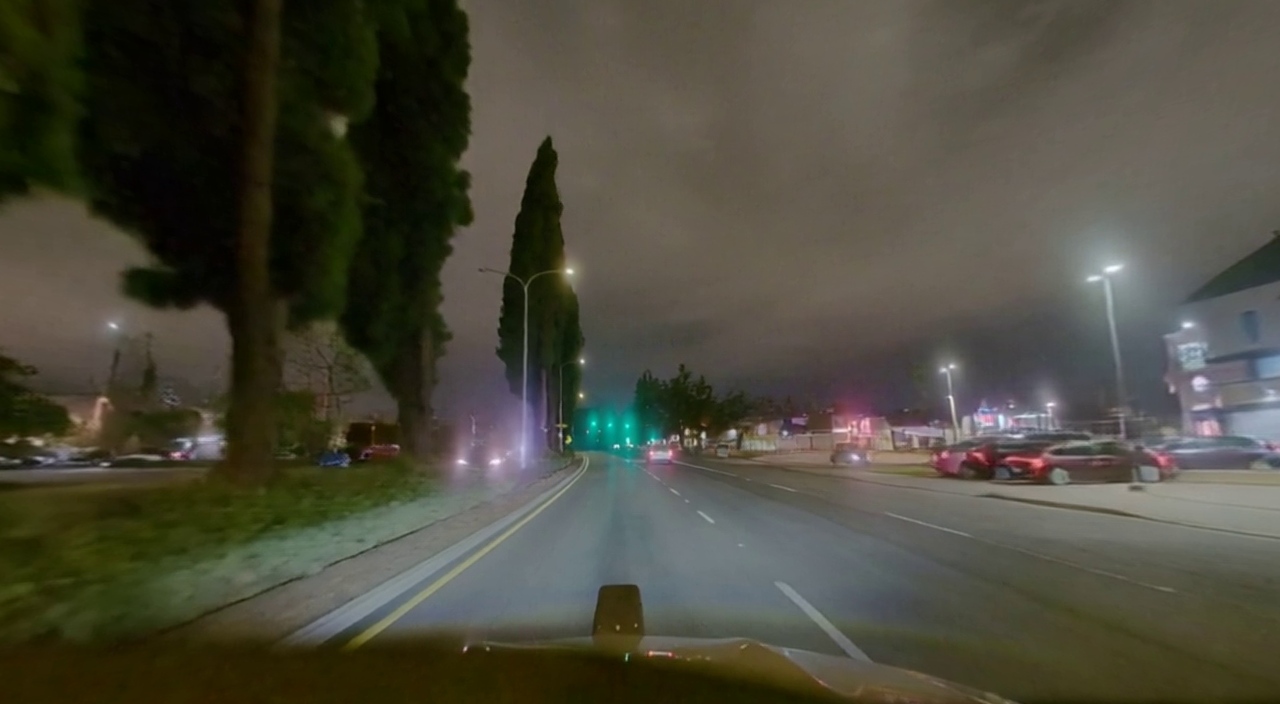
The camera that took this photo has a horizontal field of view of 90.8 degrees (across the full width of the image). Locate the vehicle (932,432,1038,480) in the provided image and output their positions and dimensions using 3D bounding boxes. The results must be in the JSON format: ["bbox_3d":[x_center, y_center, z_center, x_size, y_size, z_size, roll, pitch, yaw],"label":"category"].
[{"bbox_3d":[15.527,4.608,28.278,5.161,1.927,2.464,7,-12,-42],"label":"vehicle"}]

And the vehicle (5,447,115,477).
[{"bbox_3d":[-31.299,5.949,34.199,3.952,1.462,1.857,2,-7,-5],"label":"vehicle"}]

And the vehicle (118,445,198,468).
[{"bbox_3d":[-31.759,6.874,41.704,3.768,1.443,1.800,0,-8,-3],"label":"vehicle"}]

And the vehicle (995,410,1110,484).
[{"bbox_3d":[16.699,3.804,25.444,5.908,2.641,2.303,8,-12,-43],"label":"vehicle"}]

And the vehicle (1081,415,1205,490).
[{"bbox_3d":[18.762,3.677,23.446,2.727,2.396,5.918,-9,-12,44],"label":"vehicle"}]

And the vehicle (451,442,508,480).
[{"bbox_3d":[-7.607,5.174,30.416,2.180,1.556,5.130,2,-7,-9],"label":"vehicle"}]

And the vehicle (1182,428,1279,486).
[{"bbox_3d":[23.057,3.852,23.484,2.747,1.912,6.426,-5,-10,26],"label":"vehicle"}]

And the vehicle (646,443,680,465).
[{"bbox_3d":[1.579,7.301,45.230,1.913,1.473,4.360,0,-9,-4],"label":"vehicle"}]

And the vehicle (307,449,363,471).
[{"bbox_3d":[-21.487,7.604,44.730,2.068,1.408,4.399,-1,-9,-5],"label":"vehicle"}]
